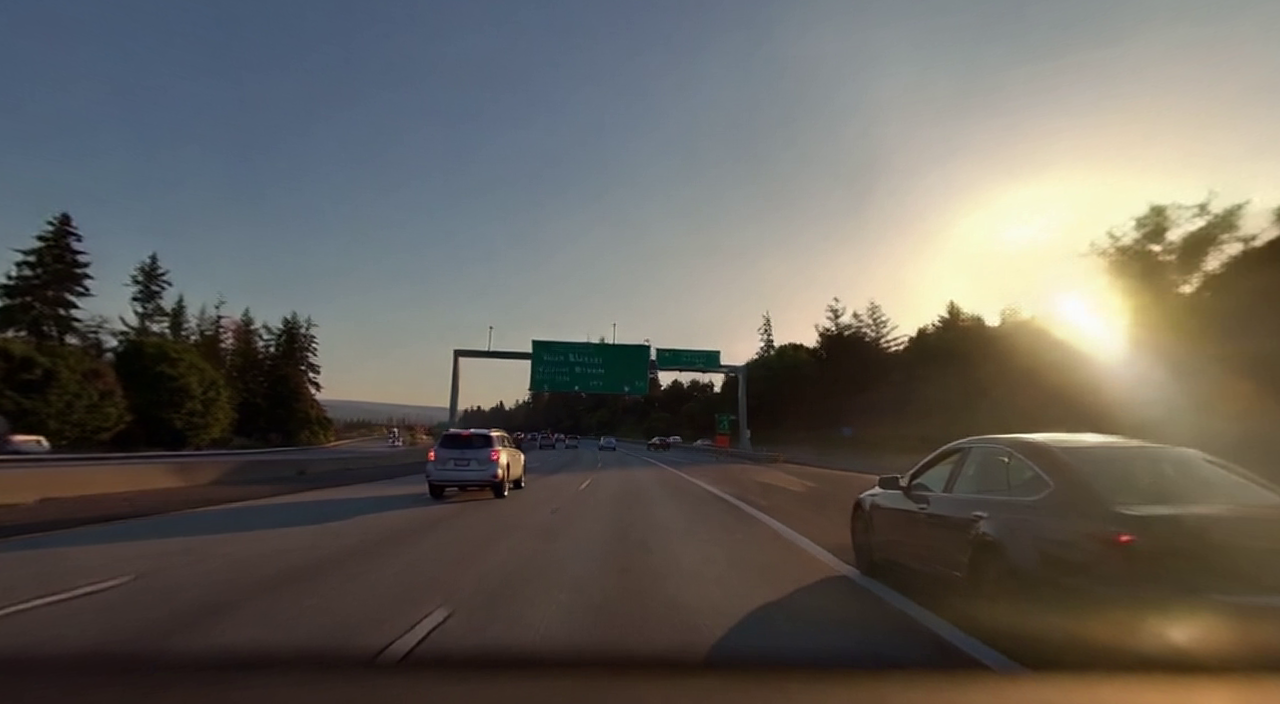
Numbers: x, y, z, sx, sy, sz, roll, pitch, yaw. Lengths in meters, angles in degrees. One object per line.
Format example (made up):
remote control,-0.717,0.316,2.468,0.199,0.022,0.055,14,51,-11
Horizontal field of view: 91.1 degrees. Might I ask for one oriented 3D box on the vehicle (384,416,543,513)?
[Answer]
vehicle,-3.681,2.475,14.245,2.142,1.789,5.009,0,-8,0
